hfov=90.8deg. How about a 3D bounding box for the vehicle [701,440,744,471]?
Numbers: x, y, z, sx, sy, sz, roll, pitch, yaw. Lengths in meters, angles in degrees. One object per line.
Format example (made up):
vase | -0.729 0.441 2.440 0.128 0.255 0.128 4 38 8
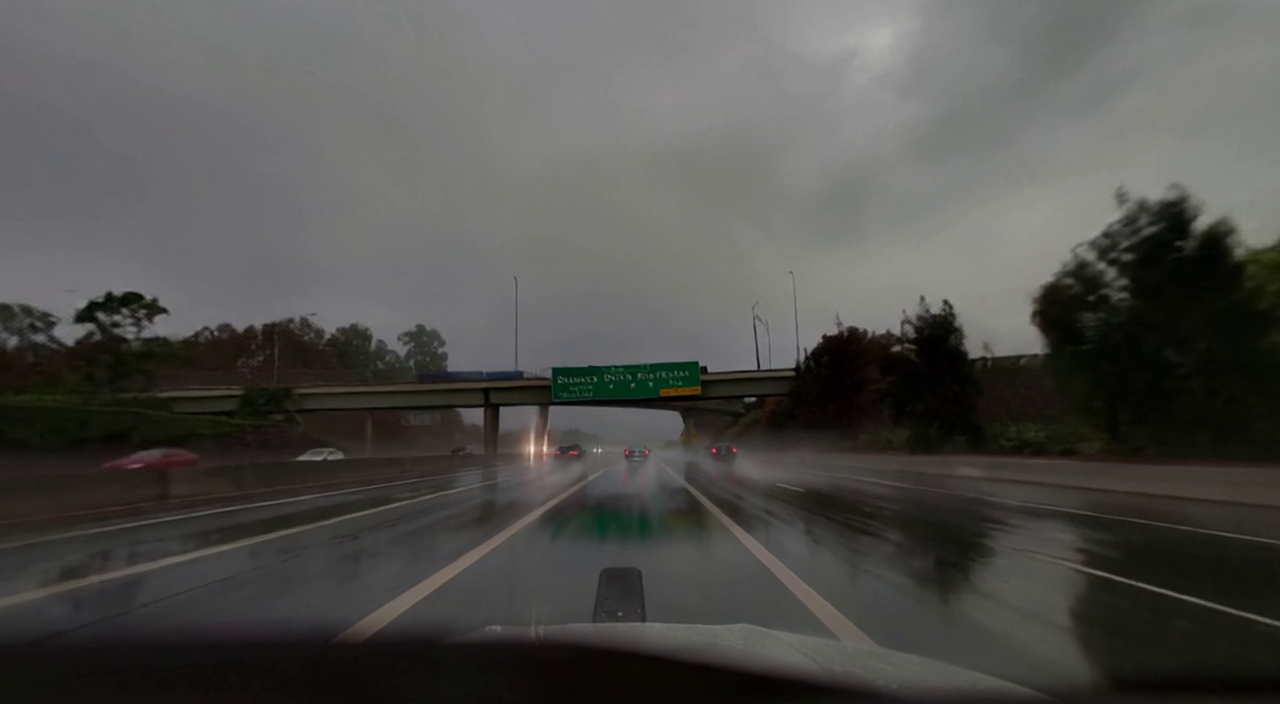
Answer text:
vehicle | 4.643 5.893 36.098 1.936 1.625 3.991 0 -8 1

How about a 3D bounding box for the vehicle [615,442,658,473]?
vehicle | -0.148 5.390 32.466 2.075 1.486 4.007 0 -8 1

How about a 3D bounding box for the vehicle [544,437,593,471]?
vehicle | -3.969 5.742 35.654 2.113 1.756 4.471 0 -8 2

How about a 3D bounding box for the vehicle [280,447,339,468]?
vehicle | -24.436 7.803 46.912 1.822 1.437 4.575 0 -8 1
